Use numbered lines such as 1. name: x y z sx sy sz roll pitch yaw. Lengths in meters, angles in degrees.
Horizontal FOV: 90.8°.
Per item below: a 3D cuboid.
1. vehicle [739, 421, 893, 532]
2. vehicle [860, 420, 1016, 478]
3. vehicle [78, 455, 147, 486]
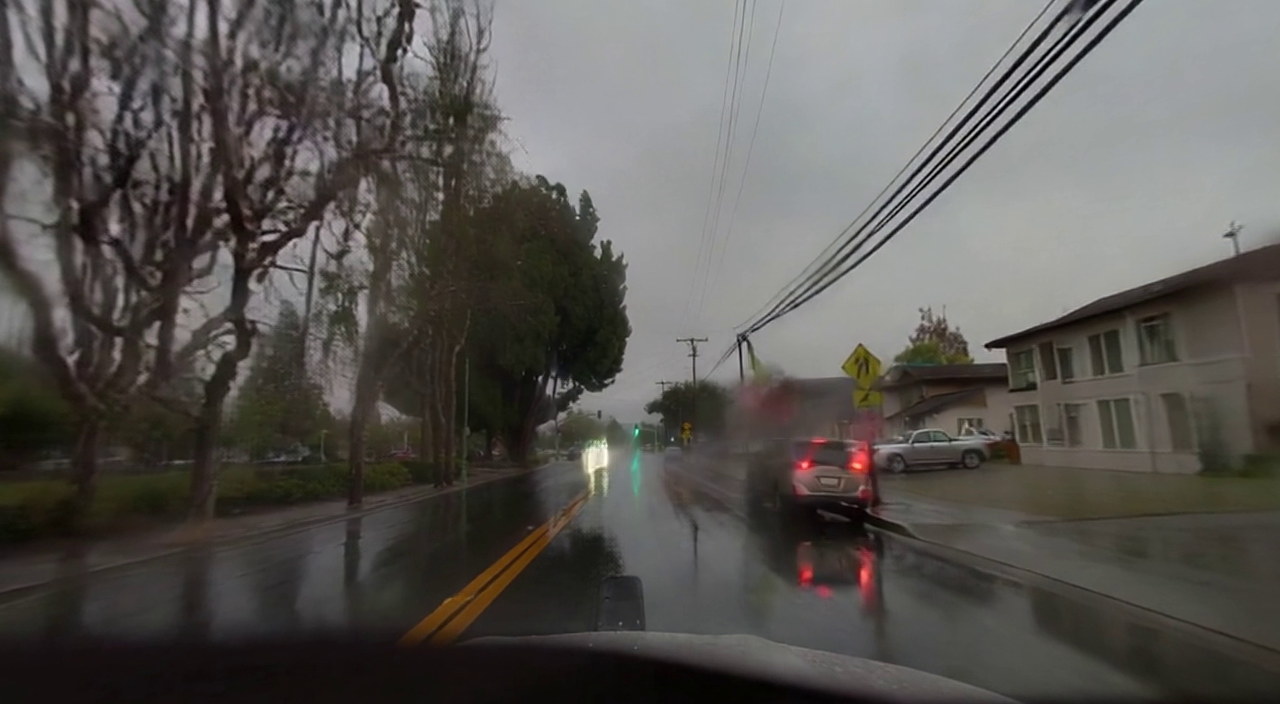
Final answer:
1. vehicle: 3.426 2.497 13.171 1.949 1.807 4.224 3 -9 -1
2. vehicle: 10.520 3.452 22.553 4.512 1.793 1.908 -2 -8 -2
3. vehicle: -29.058 6.459 34.738 4.558 1.495 1.925 -7 -11 38
